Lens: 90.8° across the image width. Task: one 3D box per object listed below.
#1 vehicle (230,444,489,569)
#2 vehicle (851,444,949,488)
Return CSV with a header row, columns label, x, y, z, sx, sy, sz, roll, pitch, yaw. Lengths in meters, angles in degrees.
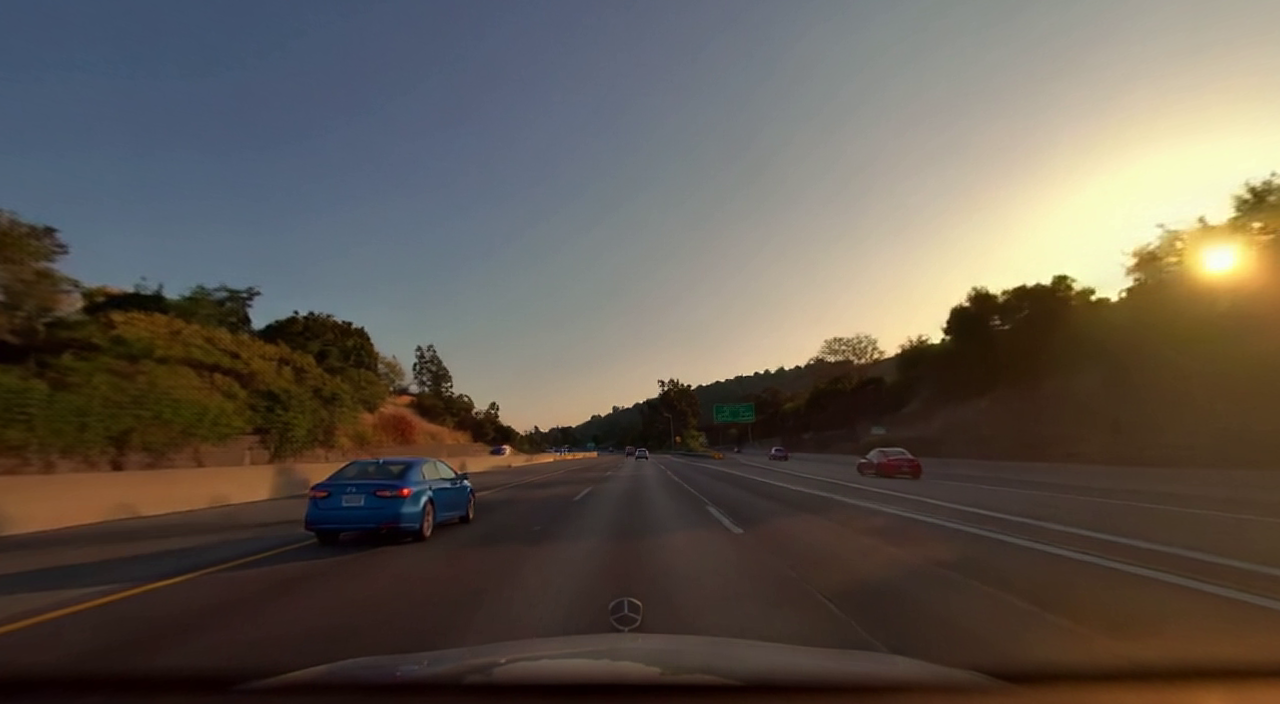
label,x,y,z,sx,sy,sz,roll,pitch,yaw
vehicle,-3.853,2.191,9.752,1.873,1.438,4.546,0,-9,1
vehicle,9.752,4.320,24.137,1.884,1.485,4.600,-1,-9,2
